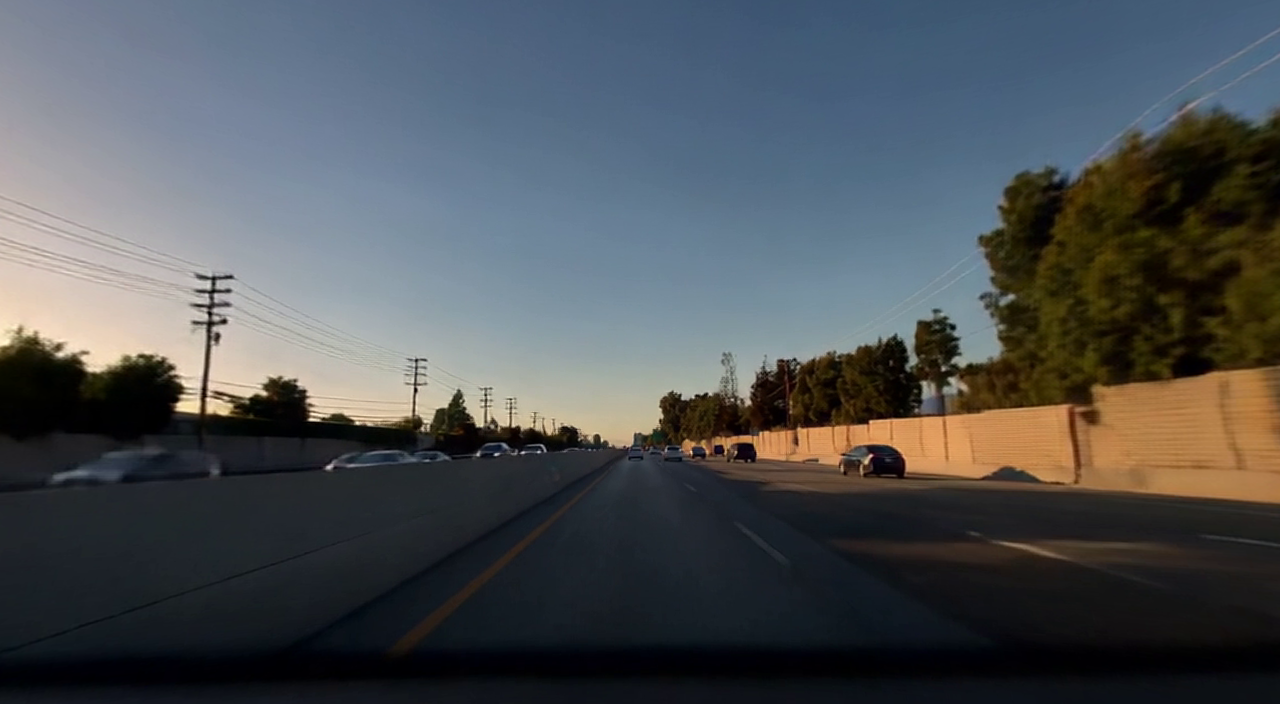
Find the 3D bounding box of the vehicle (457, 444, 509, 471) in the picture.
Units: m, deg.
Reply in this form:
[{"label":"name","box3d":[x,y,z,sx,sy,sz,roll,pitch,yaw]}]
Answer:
[{"label":"vehicle","box3d":[-10.246,6.890,41.585,2.225,1.643,4.403,0,-8,1]}]

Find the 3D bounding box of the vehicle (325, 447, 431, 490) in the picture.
[{"label":"vehicle","box3d":[-10.038,4.469,24.664,2.259,1.507,4.362,0,-9,0]}]

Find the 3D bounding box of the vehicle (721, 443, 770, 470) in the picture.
[{"label":"vehicle","box3d":[6.313,6.298,38.268,2.069,1.520,4.614,0,-9,-1]}]

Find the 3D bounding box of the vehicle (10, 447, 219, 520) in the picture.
[{"label":"vehicle","box3d":[-13.134,3.242,16.195,1.843,1.602,4.040,0,-9,0]}]

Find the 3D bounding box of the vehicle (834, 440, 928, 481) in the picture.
[{"label":"vehicle","box3d":[9.717,4.391,25.897,1.969,1.506,4.422,0,-9,-1]}]
